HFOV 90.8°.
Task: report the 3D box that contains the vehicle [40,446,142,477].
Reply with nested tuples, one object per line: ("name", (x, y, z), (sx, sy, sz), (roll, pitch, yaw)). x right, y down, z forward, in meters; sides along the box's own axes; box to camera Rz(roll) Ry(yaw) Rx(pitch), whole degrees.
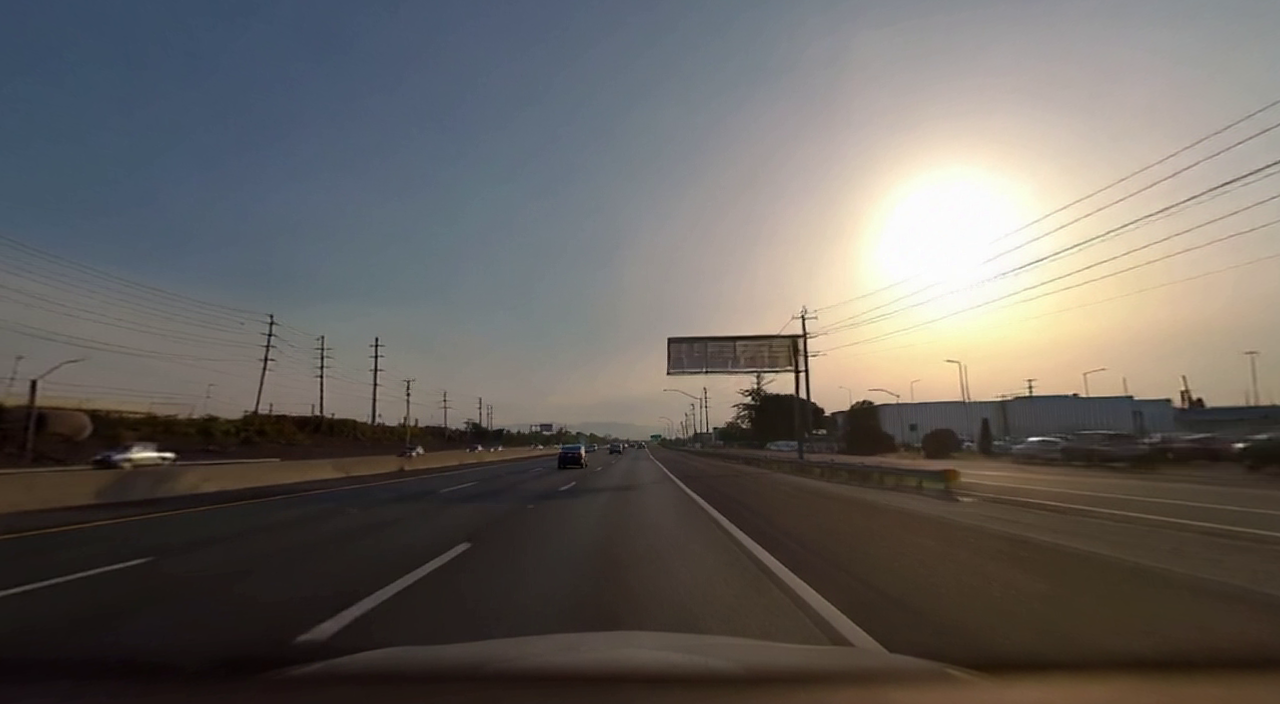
("vehicle", (-33.101, 6.578, 38.272), (1.994, 1.741, 4.559), (0, -9, 1))

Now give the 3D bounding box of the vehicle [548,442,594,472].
("vehicle", (-3.684, 5.679, 34.419), (1.940, 1.479, 4.545), (0, -9, 1))

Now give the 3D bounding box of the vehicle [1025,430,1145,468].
("vehicle", (19.041, 4.192, 27.337), (1.826, 1.487, 4.419), (0, -9, -3))
